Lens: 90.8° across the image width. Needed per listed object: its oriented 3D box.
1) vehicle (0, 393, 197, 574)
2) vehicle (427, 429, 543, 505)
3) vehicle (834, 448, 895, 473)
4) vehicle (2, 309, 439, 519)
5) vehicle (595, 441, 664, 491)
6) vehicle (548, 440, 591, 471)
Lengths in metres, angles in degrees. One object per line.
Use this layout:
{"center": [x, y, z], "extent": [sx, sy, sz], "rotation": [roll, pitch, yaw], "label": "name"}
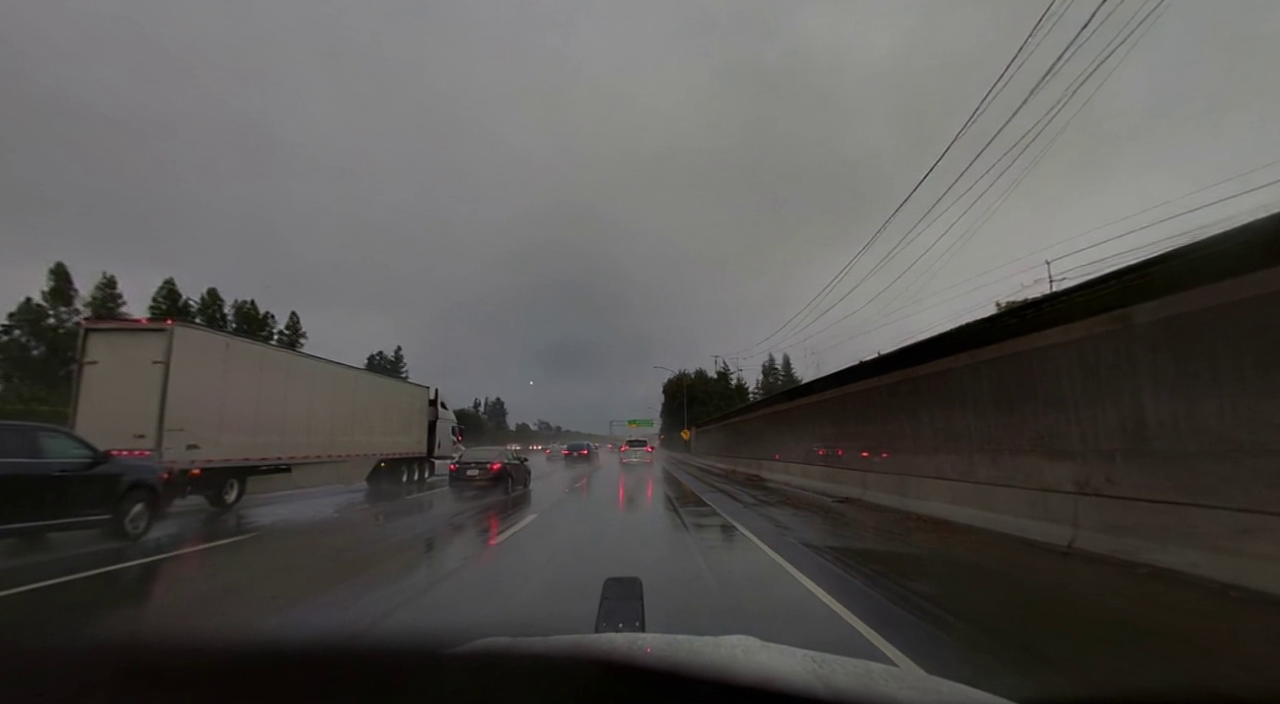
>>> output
{"center": [-7.584, 1.382, 6.682], "extent": [2.054, 1.825, 5.072], "rotation": [0, -9, 0], "label": "vehicle"}
{"center": [-3.882, 2.943, 16.632], "extent": [1.923, 1.716, 4.289], "rotation": [0, -9, 0], "label": "vehicle"}
{"center": [14.103, 6.808, 39.945], "extent": [2.027, 1.478, 4.849], "rotation": [0, -9, -1], "label": "vehicle"}
{"center": [-10.658, 2.376, 20.467], "extent": [2.892, 4.073, 16.528], "rotation": [0, -8, 0], "label": "vehicle"}
{"center": [-0.346, 3.691, 20.862], "extent": [2.089, 1.477, 3.818], "rotation": [0, -9, -1], "label": "vehicle"}
{"center": [-4.060, 6.089, 37.276], "extent": [1.976, 1.705, 4.176], "rotation": [0, -8, 1], "label": "vehicle"}
